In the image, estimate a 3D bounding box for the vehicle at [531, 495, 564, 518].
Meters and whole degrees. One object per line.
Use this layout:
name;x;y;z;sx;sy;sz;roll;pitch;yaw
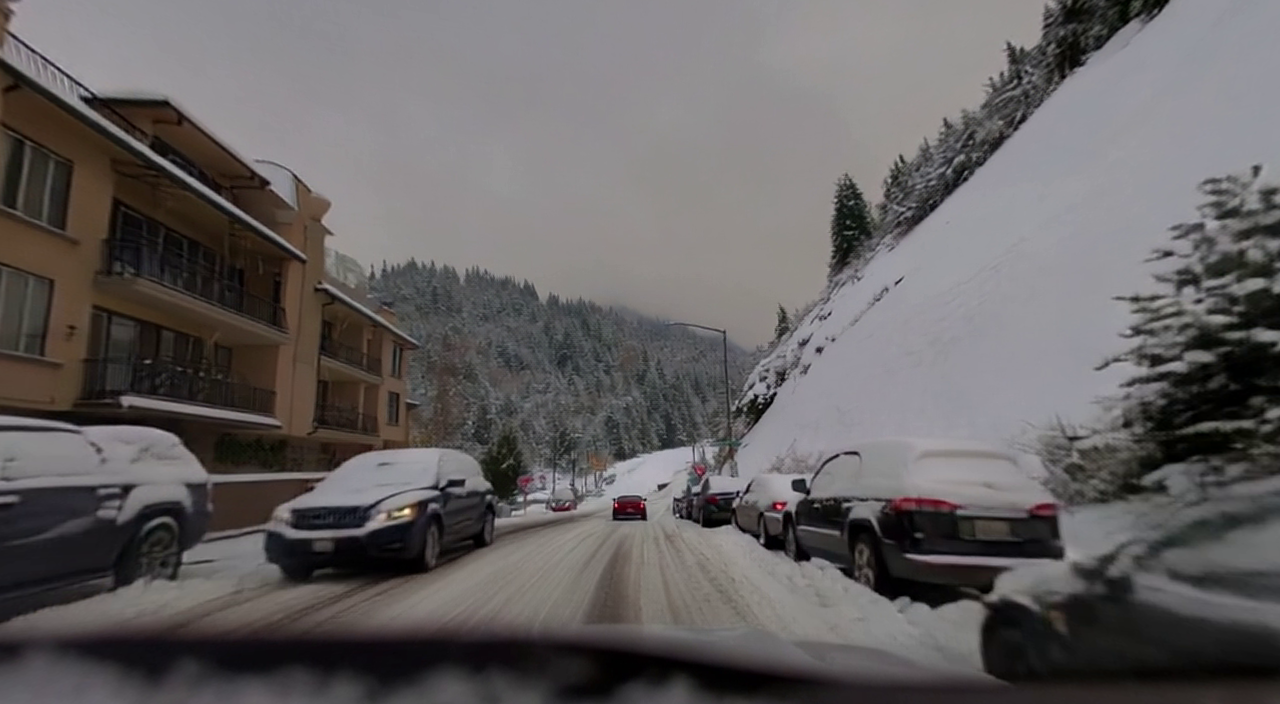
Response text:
vehicle;-7.033;11.829;48.291;1.859;1.428;4.465;0;-10;-1

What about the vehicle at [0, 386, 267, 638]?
vehicle;-6.384;1.358;5.475;2.692;1.949;5.948;0;-11;-1

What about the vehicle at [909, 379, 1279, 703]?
vehicle;2.620;0.776;1.382;1.933;1.465;4.698;0;-8;-1

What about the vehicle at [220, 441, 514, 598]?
vehicle;-3.336;2.208;9.000;2.102;1.621;4.627;0;-11;0

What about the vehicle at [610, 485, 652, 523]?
vehicle;-0.536;8.368;34.953;2.201;1.731;3.854;0;-8;-2
